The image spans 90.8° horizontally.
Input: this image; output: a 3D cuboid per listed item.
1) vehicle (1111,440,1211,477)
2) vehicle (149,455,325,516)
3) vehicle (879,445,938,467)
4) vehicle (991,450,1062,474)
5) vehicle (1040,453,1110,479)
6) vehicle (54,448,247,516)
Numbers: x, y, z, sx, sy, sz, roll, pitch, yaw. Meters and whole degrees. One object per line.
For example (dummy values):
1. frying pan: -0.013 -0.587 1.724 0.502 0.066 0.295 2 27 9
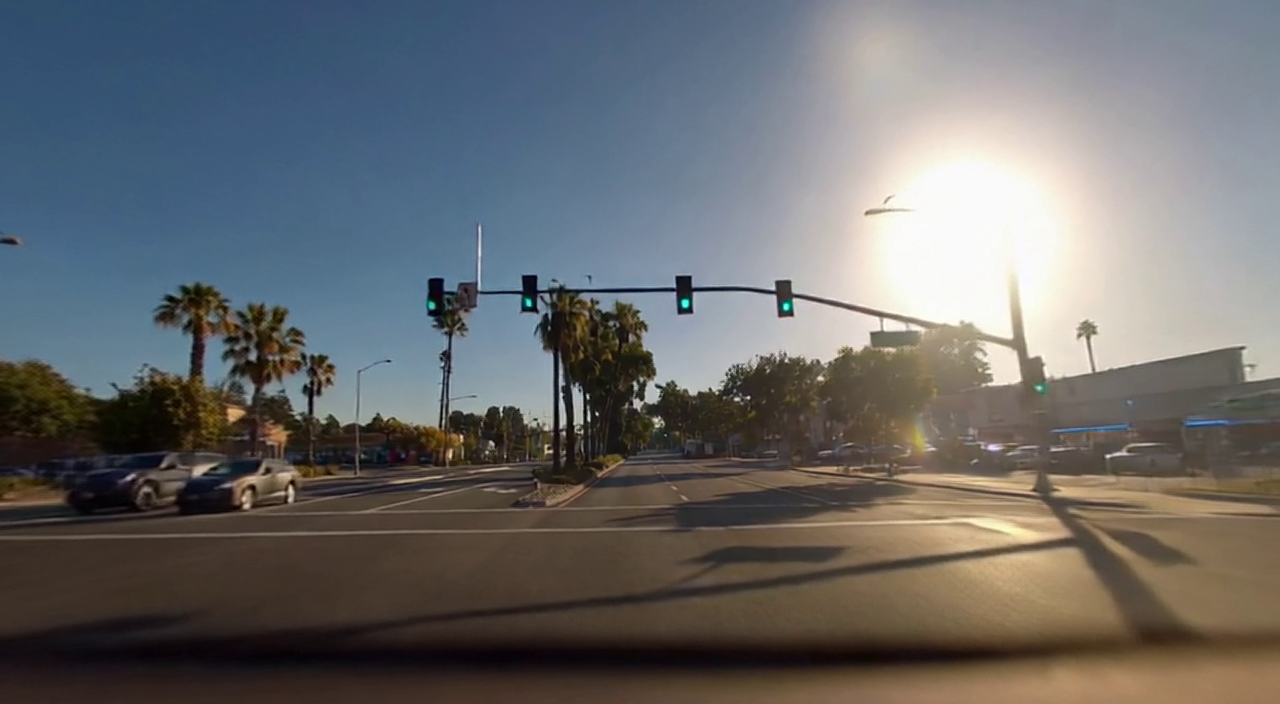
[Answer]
1. vehicle: 24.470 5.015 29.697 3.381 1.424 2.059 0 -11 -22
2. vehicle: -11.246 3.727 18.141 2.019 1.434 4.622 0 -9 0
3. vehicle: 20.123 7.802 47.398 3.576 1.443 1.822 -2 -8 -3
4. vehicle: 22.540 6.403 36.856 3.280 1.344 1.518 2 -9 -11
5. vehicle: 23.457 6.118 34.098 3.142 1.270 1.464 2 -10 -21
6. vehicle: -14.563 3.840 19.298 1.976 1.758 4.986 0 -9 -2
